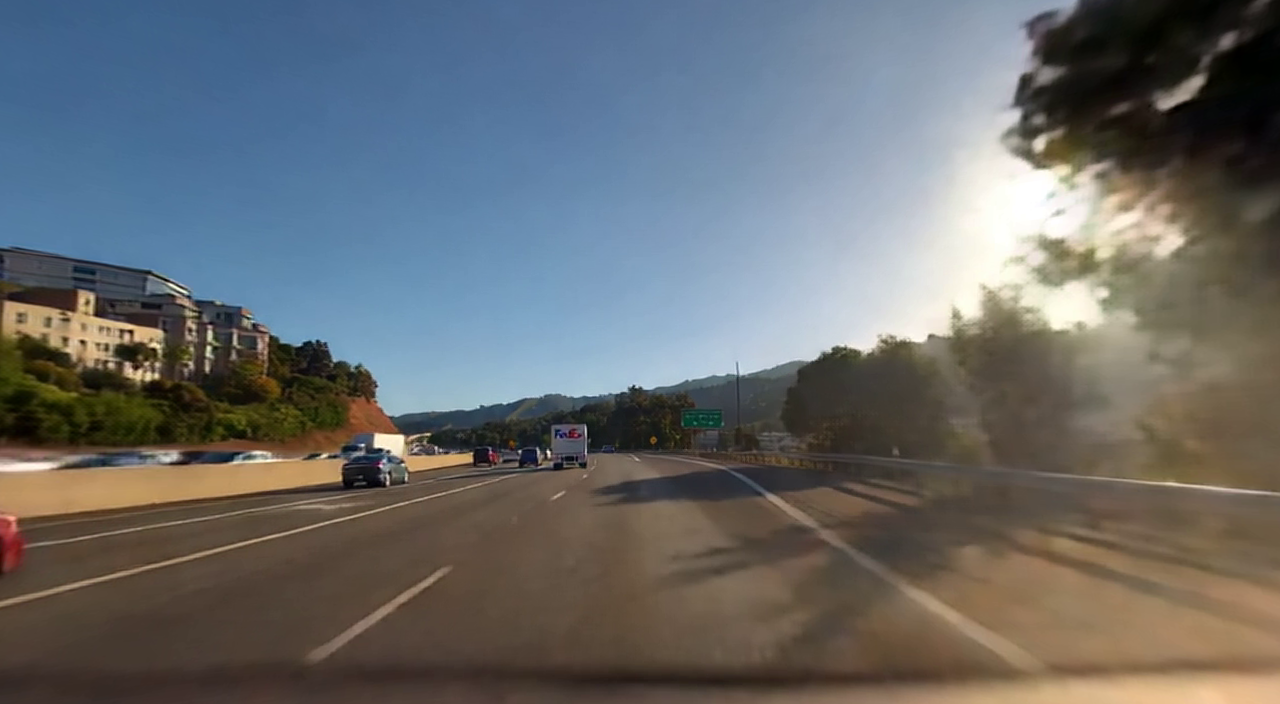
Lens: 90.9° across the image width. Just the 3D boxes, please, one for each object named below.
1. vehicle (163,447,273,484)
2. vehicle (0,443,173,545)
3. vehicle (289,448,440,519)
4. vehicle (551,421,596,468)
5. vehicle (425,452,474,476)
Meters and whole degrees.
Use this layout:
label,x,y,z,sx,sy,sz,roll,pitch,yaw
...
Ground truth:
label,x,y,z,sx,sy,sz,roll,pitch,yaw
vehicle,-21.808,5.863,32.952,2.037,1.723,5.468,0,-8,-1
vehicle,-11.687,2.620,12.138,1.931,1.692,4.443,0,-8,0
vehicle,-7.822,3.733,18.518,2.294,1.710,4.436,1,-8,1
vehicle,-4.976,7.101,48.473,2.798,3.212,7.573,1,-8,-2
vehicle,-12.142,7.155,40.529,1.879,1.431,4.425,0,-8,-1
